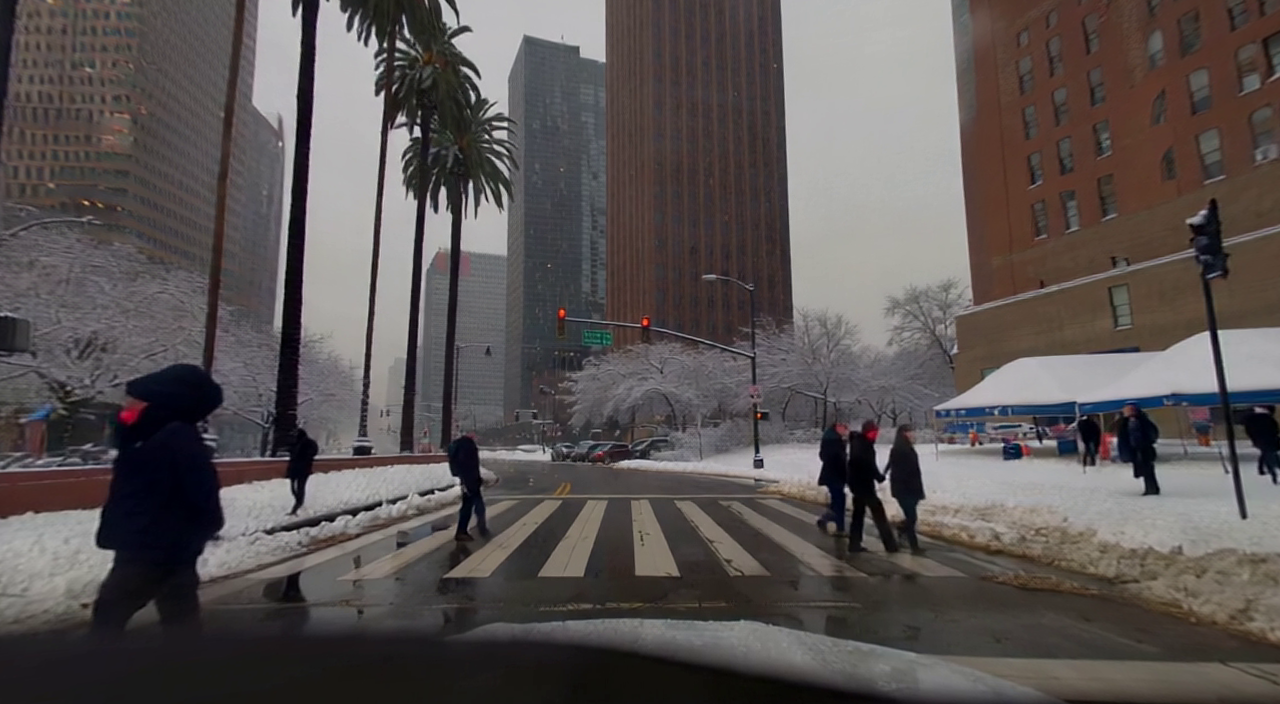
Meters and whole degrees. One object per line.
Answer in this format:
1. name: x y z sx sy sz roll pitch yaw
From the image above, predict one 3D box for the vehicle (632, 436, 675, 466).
1. vehicle: 0.910 7.291 46.672 2.322 2.071 5.366 1 -9 -9
